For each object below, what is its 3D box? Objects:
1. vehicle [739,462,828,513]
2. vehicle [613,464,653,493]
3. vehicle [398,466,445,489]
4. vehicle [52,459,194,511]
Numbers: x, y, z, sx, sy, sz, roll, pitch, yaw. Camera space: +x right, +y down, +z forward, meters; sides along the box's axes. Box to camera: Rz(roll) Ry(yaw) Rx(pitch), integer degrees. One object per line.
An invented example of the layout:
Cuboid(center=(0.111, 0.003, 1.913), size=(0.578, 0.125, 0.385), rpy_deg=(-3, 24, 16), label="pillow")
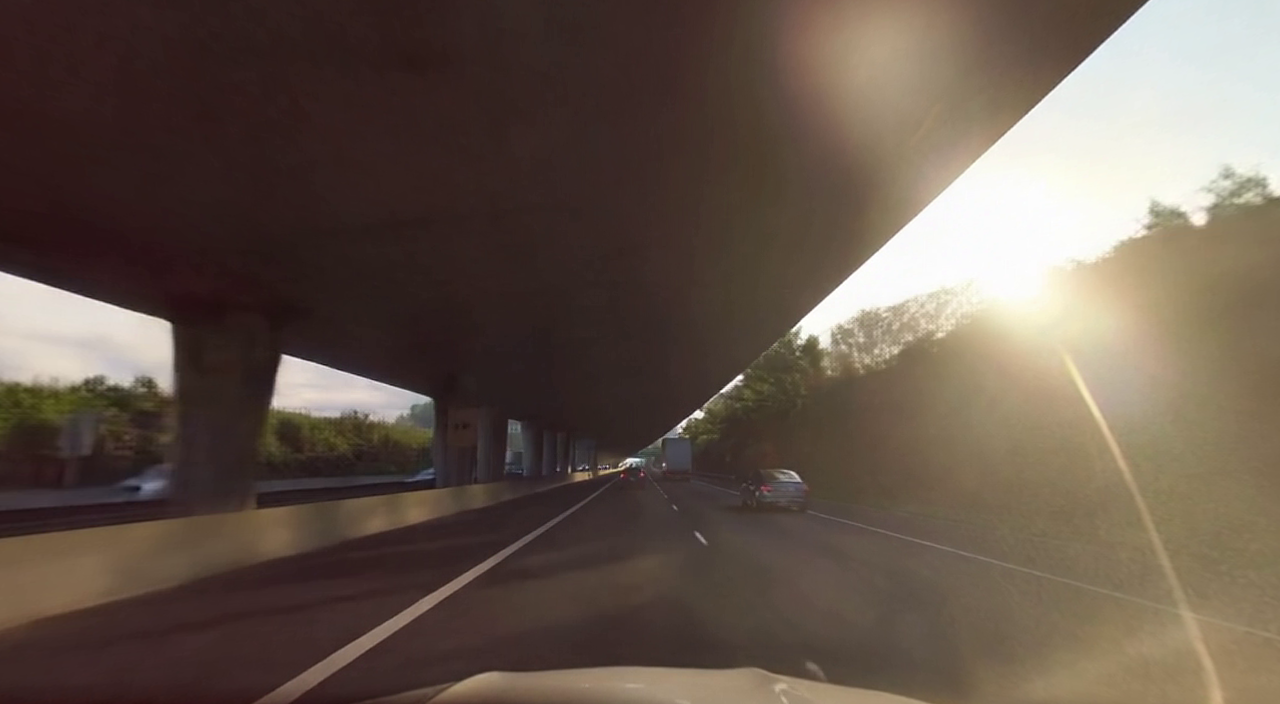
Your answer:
Cuboid(center=(4.658, 4.489, 21.153), size=(1.897, 1.476, 4.334), rpy_deg=(1, -10, -1), label="vehicle")
Cuboid(center=(-0.397, 6.861, 34.283), size=(2.010, 1.436, 3.973), rpy_deg=(1, -10, -1), label="vehicle")
Cuboid(center=(-16.561, 9.511, 47.971), size=(1.910, 1.585, 4.351), rpy_deg=(1, -10, 0), label="vehicle")
Cuboid(center=(-19.974, 5.136, 24.620), size=(1.911, 1.773, 4.182), rpy_deg=(1, -10, 0), label="vehicle")
